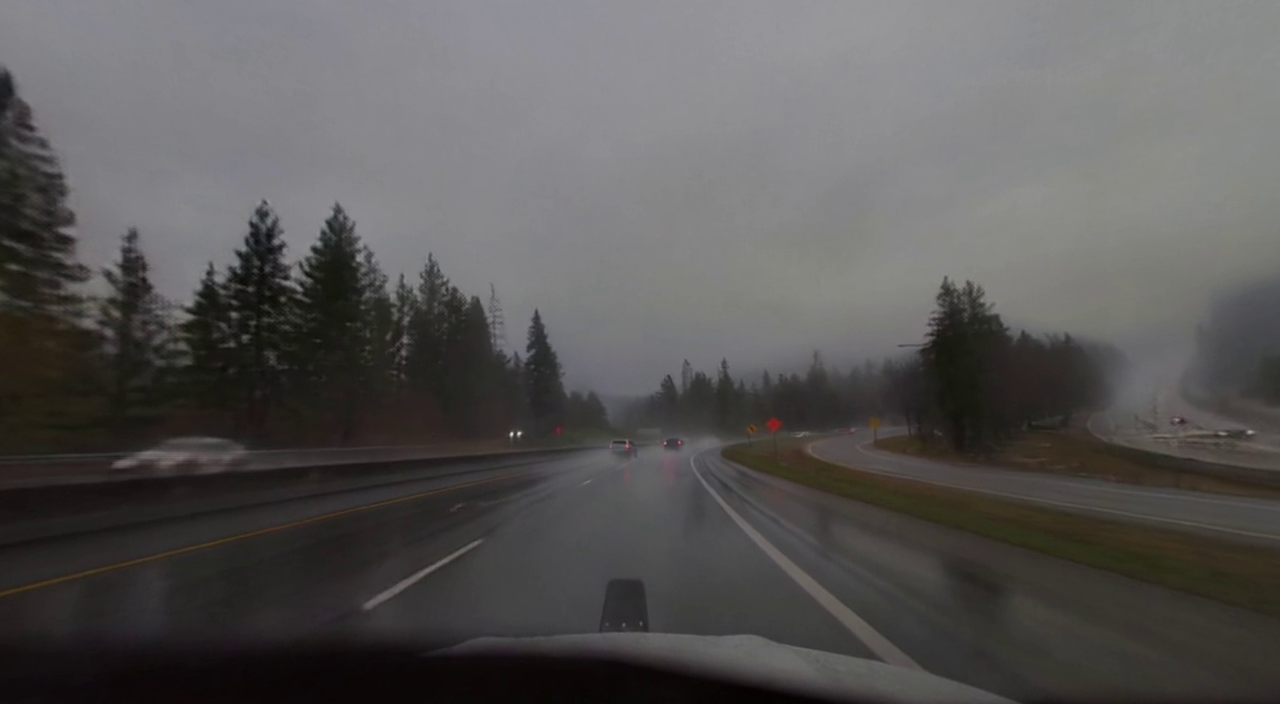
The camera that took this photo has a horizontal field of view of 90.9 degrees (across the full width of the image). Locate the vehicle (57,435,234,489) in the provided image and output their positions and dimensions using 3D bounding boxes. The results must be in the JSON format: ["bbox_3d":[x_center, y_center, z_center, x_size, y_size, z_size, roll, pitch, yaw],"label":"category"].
[{"bbox_3d":[-16.111,3.592,20.939,2.036,1.554,4.510,-1,-8,3],"label":"vehicle"}]

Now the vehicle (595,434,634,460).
[{"bbox_3d":[-1.719,6.678,44.395,2.129,1.742,4.217,-1,-8,6],"label":"vehicle"}]
